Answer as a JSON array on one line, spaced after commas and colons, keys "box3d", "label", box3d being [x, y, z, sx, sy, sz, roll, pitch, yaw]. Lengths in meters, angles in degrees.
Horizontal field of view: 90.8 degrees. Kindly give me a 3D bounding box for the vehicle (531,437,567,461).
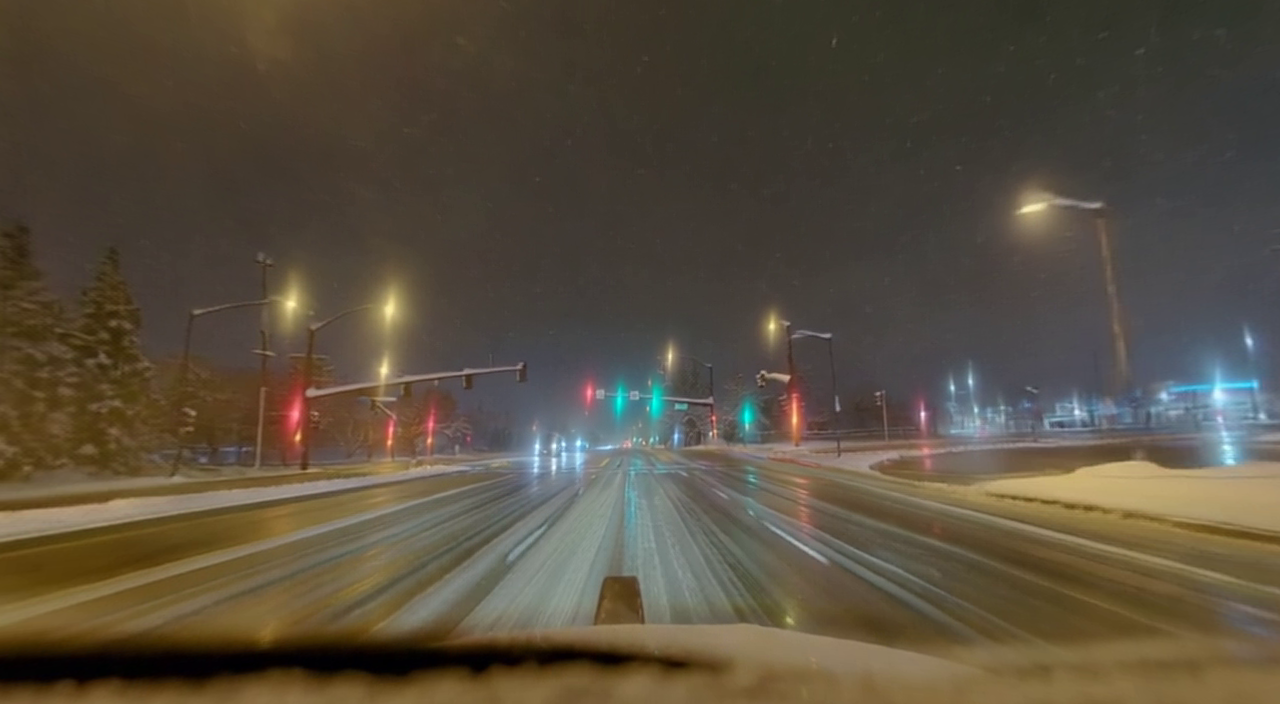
[{"box3d": [-6.889, 7.399, 48.420, 2.074, 1.692, 4.333, -1, -8, 0], "label": "vehicle"}]
